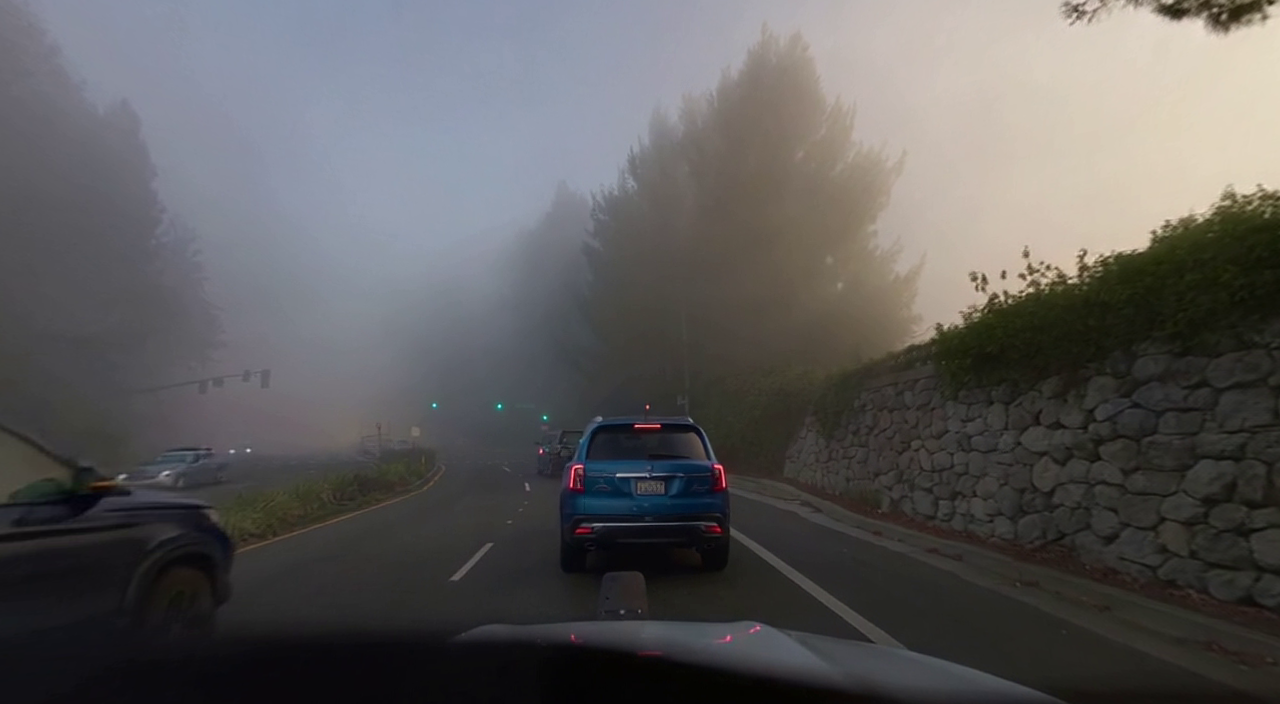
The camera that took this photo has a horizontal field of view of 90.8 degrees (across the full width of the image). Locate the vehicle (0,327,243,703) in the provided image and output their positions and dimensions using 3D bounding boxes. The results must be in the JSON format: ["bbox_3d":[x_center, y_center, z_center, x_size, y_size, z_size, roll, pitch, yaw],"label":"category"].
[{"bbox_3d":[-3.286,0.656,1.355,2.205,1.716,4.448,1,-8,-4],"label":"vehicle"}]

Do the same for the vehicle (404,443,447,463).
[{"bbox_3d":[-16.987,7.981,49.918,2.023,1.474,4.286,6,-10,-34],"label":"vehicle"}]

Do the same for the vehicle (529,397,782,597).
[{"bbox_3d":[-0.026,1.611,7.908,2.287,1.762,4.269,1,-8,-5],"label":"vehicle"}]

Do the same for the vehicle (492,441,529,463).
[{"bbox_3d":[-9.406,7.213,45.580,1.837,1.483,4.559,3,-9,-21],"label":"vehicle"}]
